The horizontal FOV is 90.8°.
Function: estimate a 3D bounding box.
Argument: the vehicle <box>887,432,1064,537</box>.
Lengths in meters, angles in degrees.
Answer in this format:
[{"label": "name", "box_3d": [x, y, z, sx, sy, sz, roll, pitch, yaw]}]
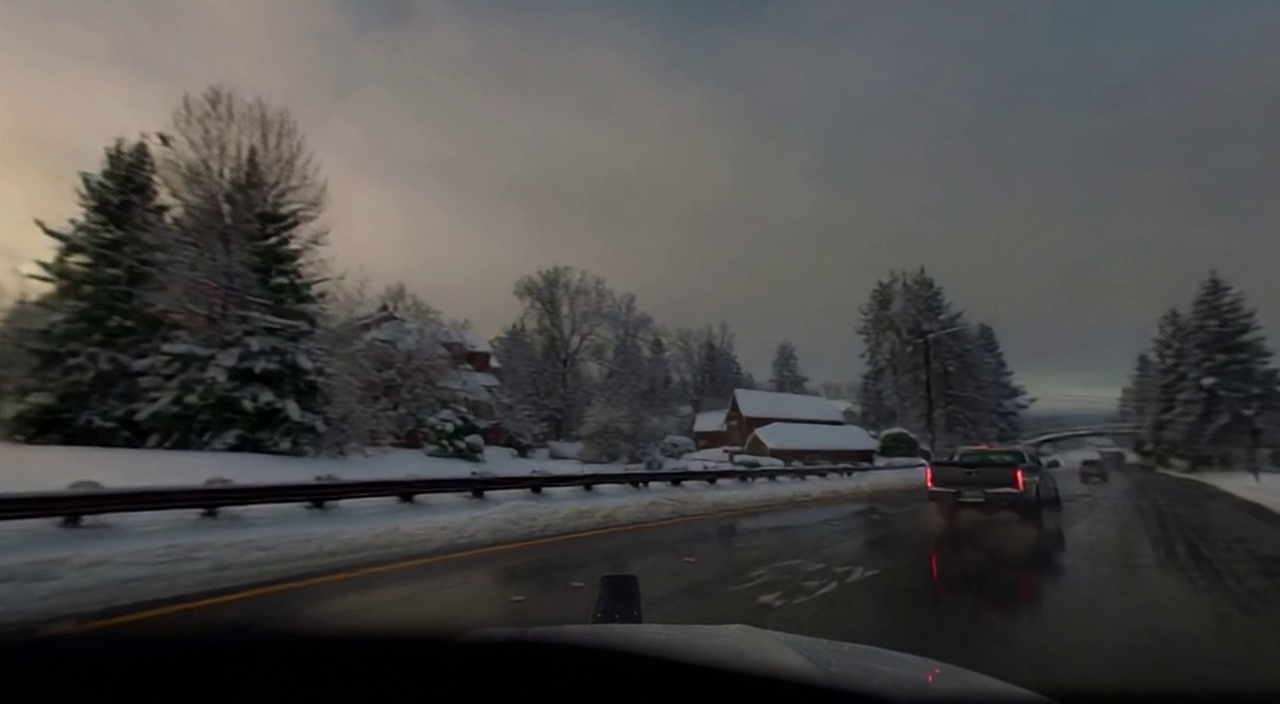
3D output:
[{"label": "vehicle", "box_3d": [7.866, 2.890, 14.521, 2.404, 1.926, 5.251, -8, -12, 39]}]
